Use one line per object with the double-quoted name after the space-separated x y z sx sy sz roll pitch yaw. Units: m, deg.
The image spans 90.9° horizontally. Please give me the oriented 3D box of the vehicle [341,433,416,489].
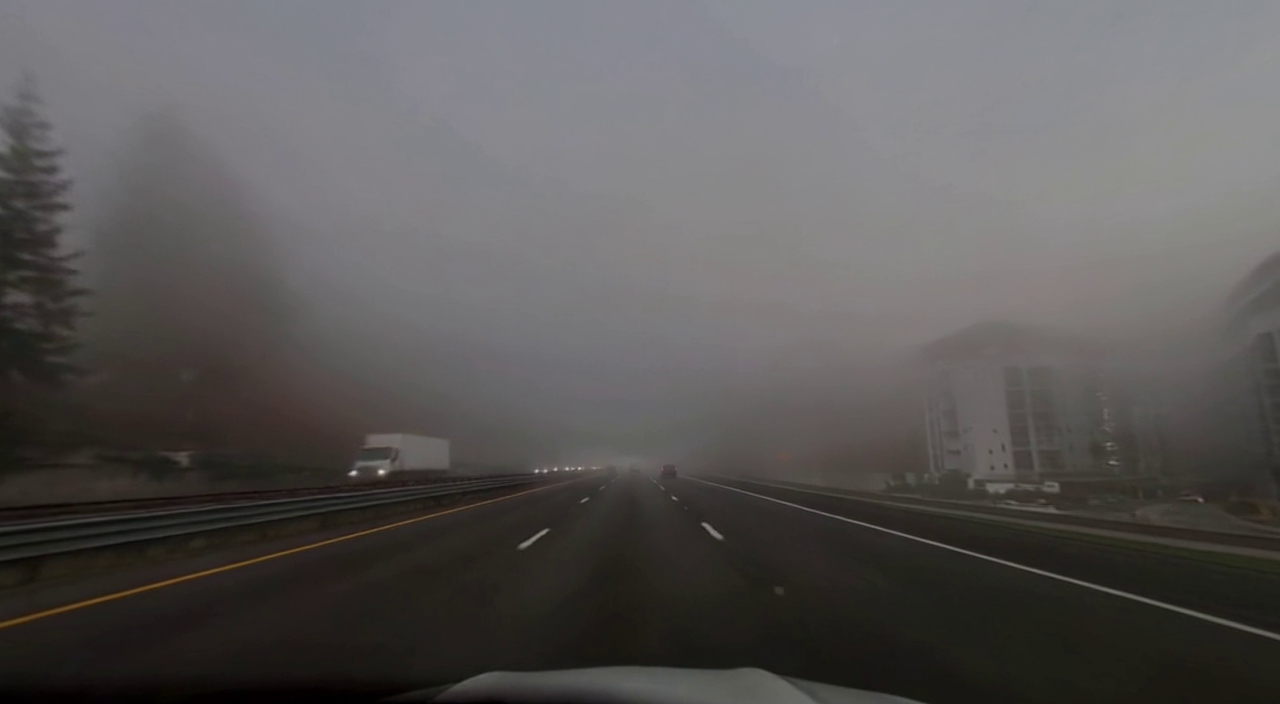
-20.107 8.476 48.895 3.010 4.019 5.914 1 -10 0 "vehicle"
